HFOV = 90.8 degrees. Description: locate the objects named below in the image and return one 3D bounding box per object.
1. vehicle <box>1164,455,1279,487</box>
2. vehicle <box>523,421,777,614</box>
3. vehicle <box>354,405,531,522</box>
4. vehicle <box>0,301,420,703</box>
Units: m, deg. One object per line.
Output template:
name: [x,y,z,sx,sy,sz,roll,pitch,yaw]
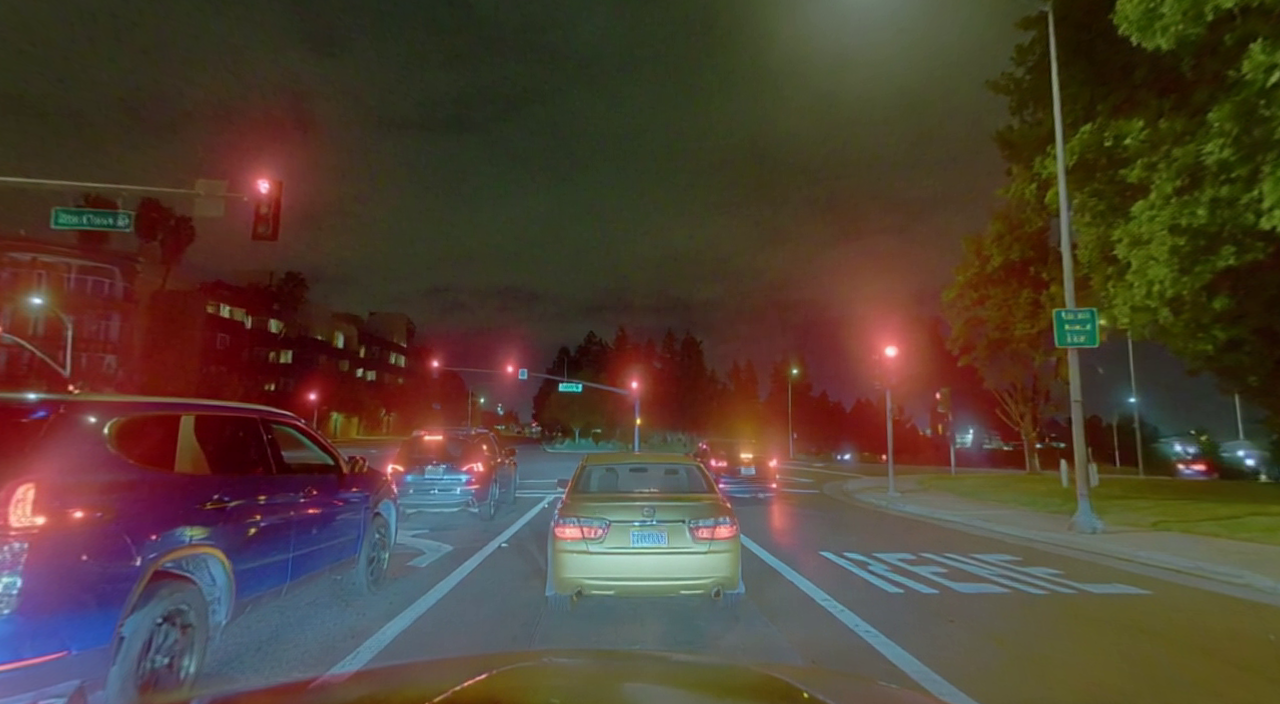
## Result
vehicle: [36.509,7.446,39.712,4.874,1.854,2.230,-1,-8,4]
vehicle: [-0.060,1.623,7.246,2.001,1.483,4.442,0,-8,-4]
vehicle: [-3.870,2.319,13.700,2.305,1.984,5.586,0,-8,-3]
vehicle: [-3.139,1.009,4.135,1.924,1.737,4.387,0,-8,-2]
